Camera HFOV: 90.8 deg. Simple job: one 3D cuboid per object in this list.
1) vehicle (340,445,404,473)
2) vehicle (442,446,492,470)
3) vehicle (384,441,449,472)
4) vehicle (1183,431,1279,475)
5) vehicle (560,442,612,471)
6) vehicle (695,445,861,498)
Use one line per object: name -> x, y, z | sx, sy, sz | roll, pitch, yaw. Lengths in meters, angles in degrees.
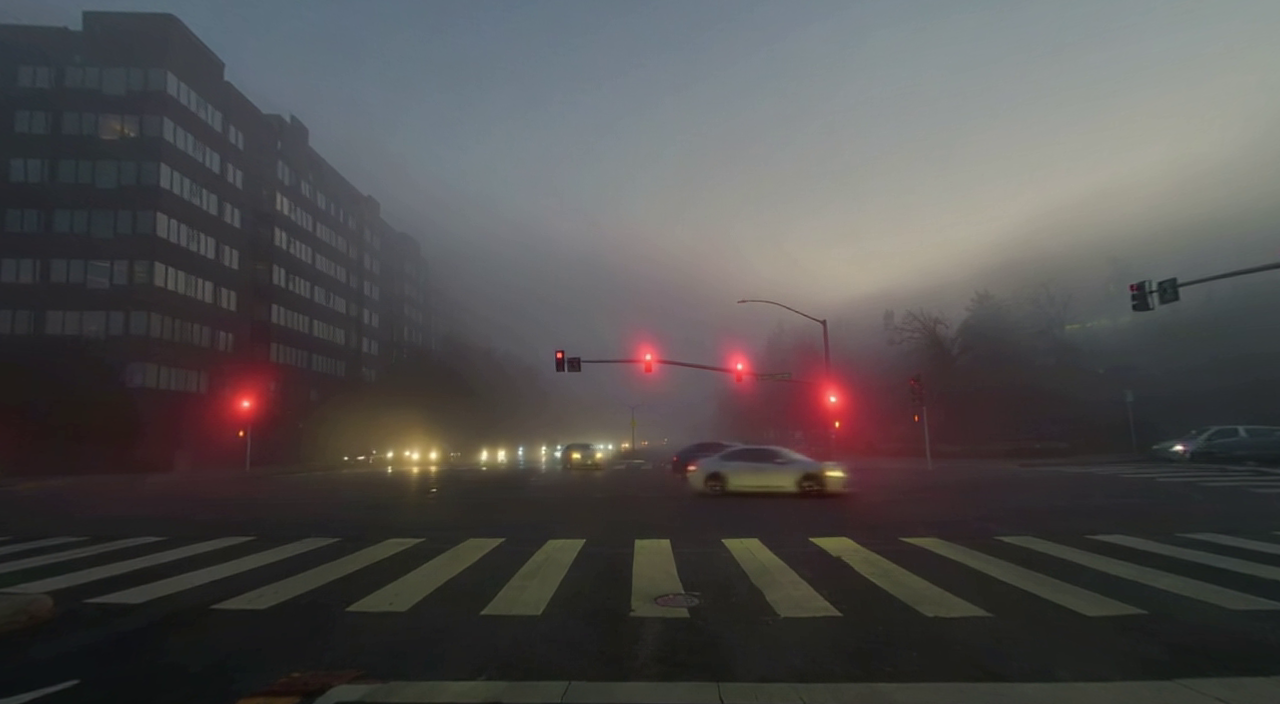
vehicle -> -18.555, 7.411, 44.090 | 2.237, 1.842, 5.116 | 0, -9, 0
vehicle -> -11.646, 7.145, 42.812 | 2.003, 1.476, 4.297 | -1, -9, 2
vehicle -> -15.143, 7.124, 43.232 | 2.340, 1.946, 5.450 | -1, -9, 2
vehicle -> 22.319, 3.560, 22.361 | 4.474, 1.477, 1.908 | 0, -9, -3
vehicle -> -3.037, 5.663, 34.552 | 2.115, 1.445, 4.864 | 2, -9, -14
vehicle -> 3.729, 3.173, 17.034 | 4.093, 1.288, 1.910 | -4, -9, 20
